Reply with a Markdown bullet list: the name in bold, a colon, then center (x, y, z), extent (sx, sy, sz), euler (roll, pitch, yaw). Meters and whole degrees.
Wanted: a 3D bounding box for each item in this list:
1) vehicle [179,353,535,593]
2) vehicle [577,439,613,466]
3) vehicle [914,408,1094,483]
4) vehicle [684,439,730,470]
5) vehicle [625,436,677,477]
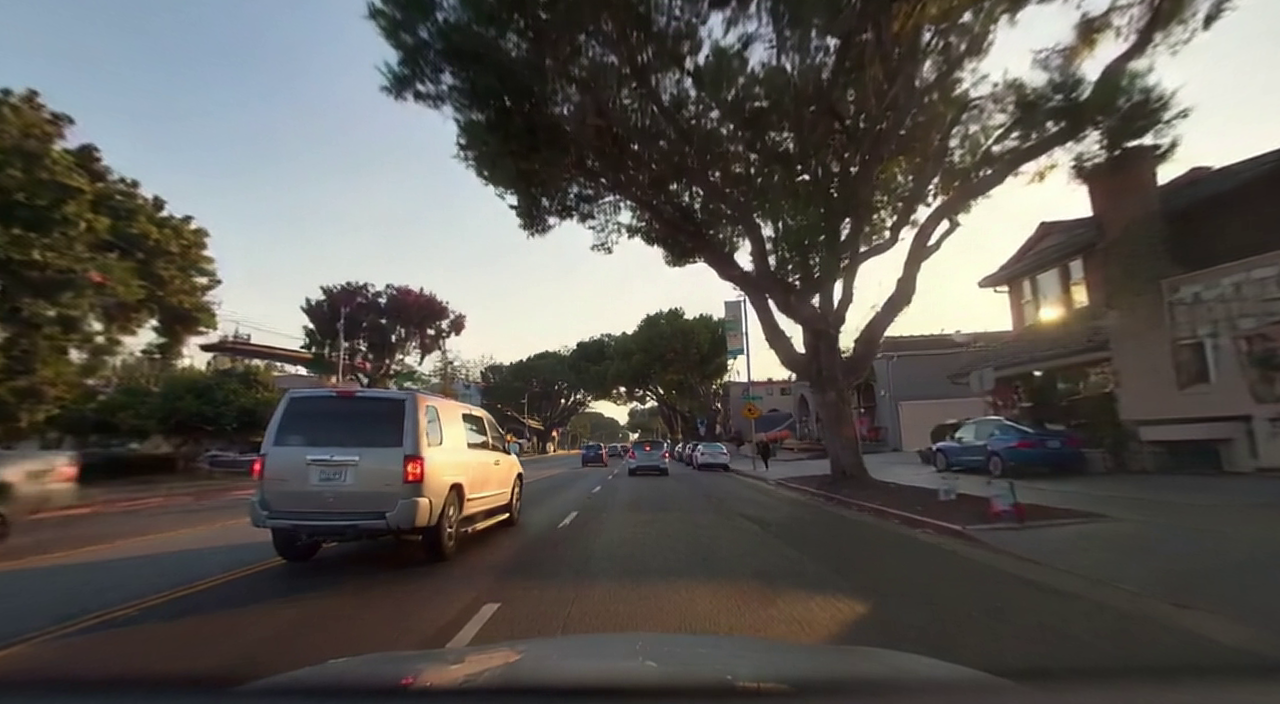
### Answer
- **vehicle**: center (-2.931, 1.452, 8.231), extent (2.213, 2.123, 5.124), euler (0, -9, 0)
- **vehicle**: center (-2.877, 6.576, 41.318), extent (2.028, 1.689, 4.162), euler (0, -9, 1)
- **vehicle**: center (10.581, 2.820, 19.103), extent (2.062, 1.897, 5.751), euler (0, -8, 1)
- **vehicle**: center (3.773, 5.842, 36.187), extent (1.947, 1.646, 4.782), euler (0, -9, -2)
- **vehicle**: center (0.441, 4.628, 28.140), extent (2.126, 1.657, 4.132), euler (0, -9, 0)
